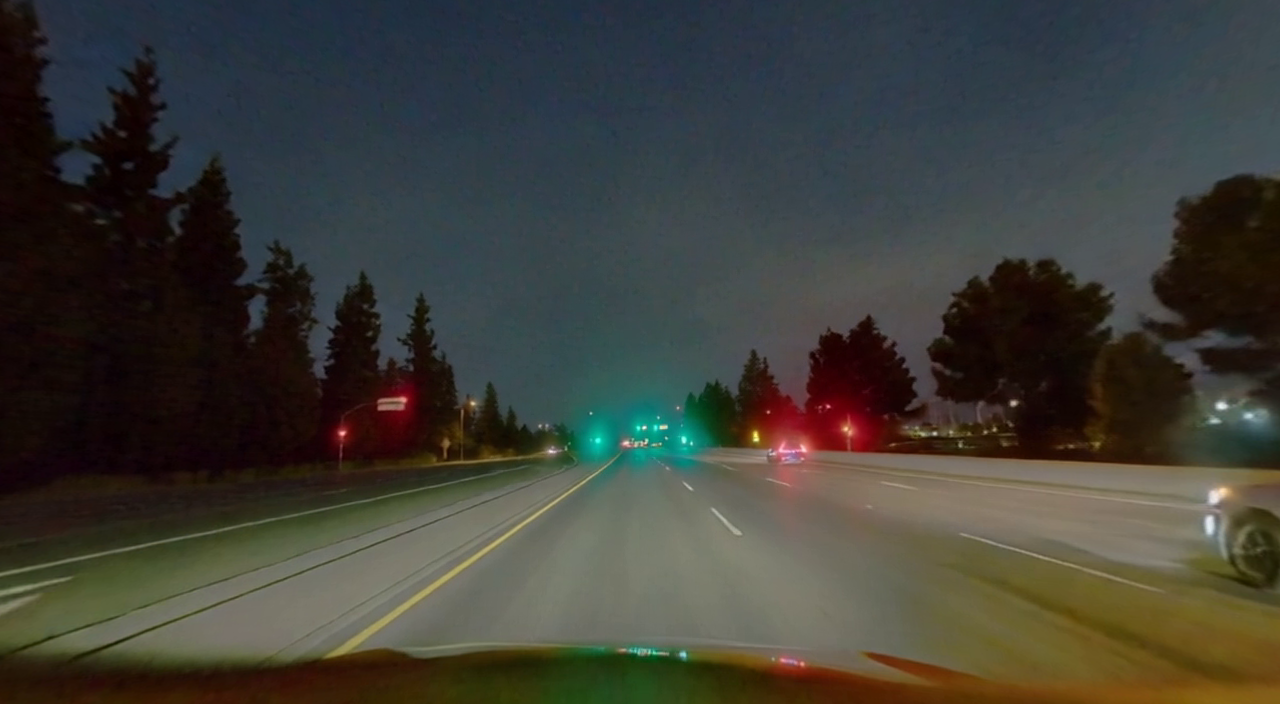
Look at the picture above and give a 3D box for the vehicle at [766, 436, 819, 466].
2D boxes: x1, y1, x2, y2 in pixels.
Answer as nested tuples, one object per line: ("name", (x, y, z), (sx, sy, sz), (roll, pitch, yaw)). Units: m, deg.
("vehicle", (9.724, 6.360, 40.600), (2.170, 1.830, 4.720), (0, -9, -1))
